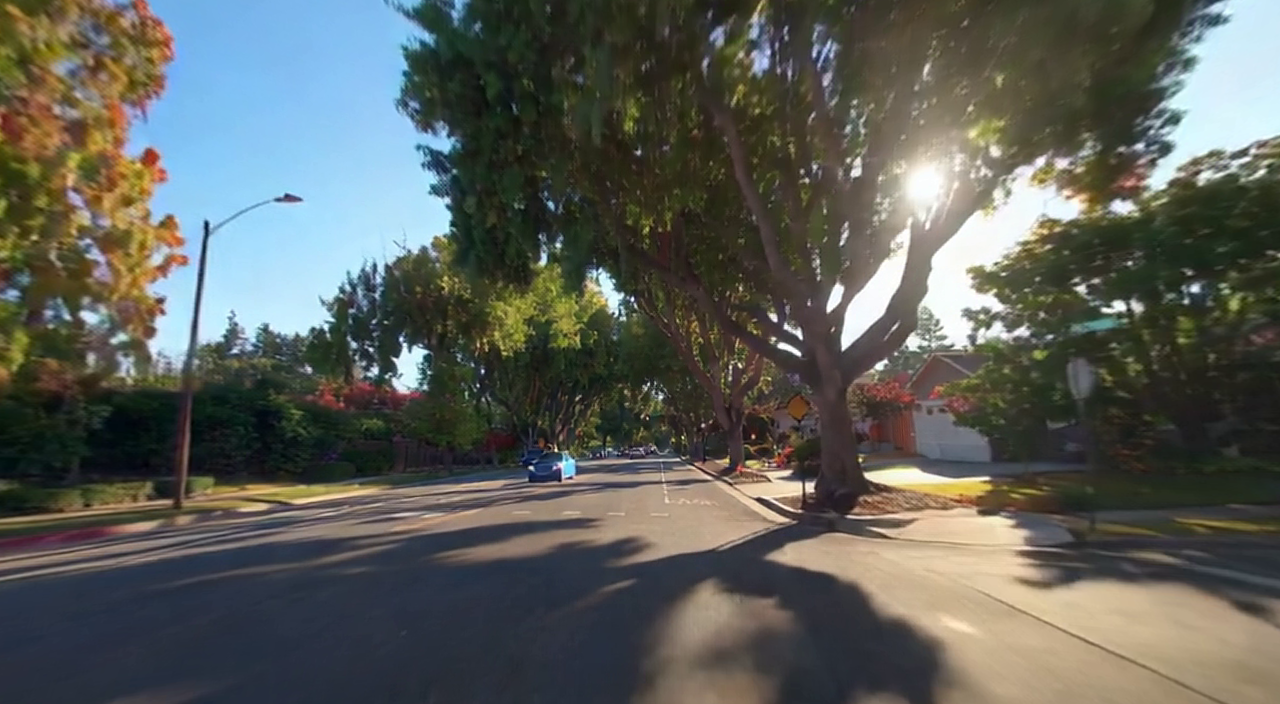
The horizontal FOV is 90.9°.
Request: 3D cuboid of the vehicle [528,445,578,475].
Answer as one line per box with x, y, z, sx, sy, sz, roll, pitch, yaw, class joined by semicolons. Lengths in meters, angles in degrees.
-4.730;5.924;34.778;1.927;1.521;4.571;0;-8;2;vehicle
